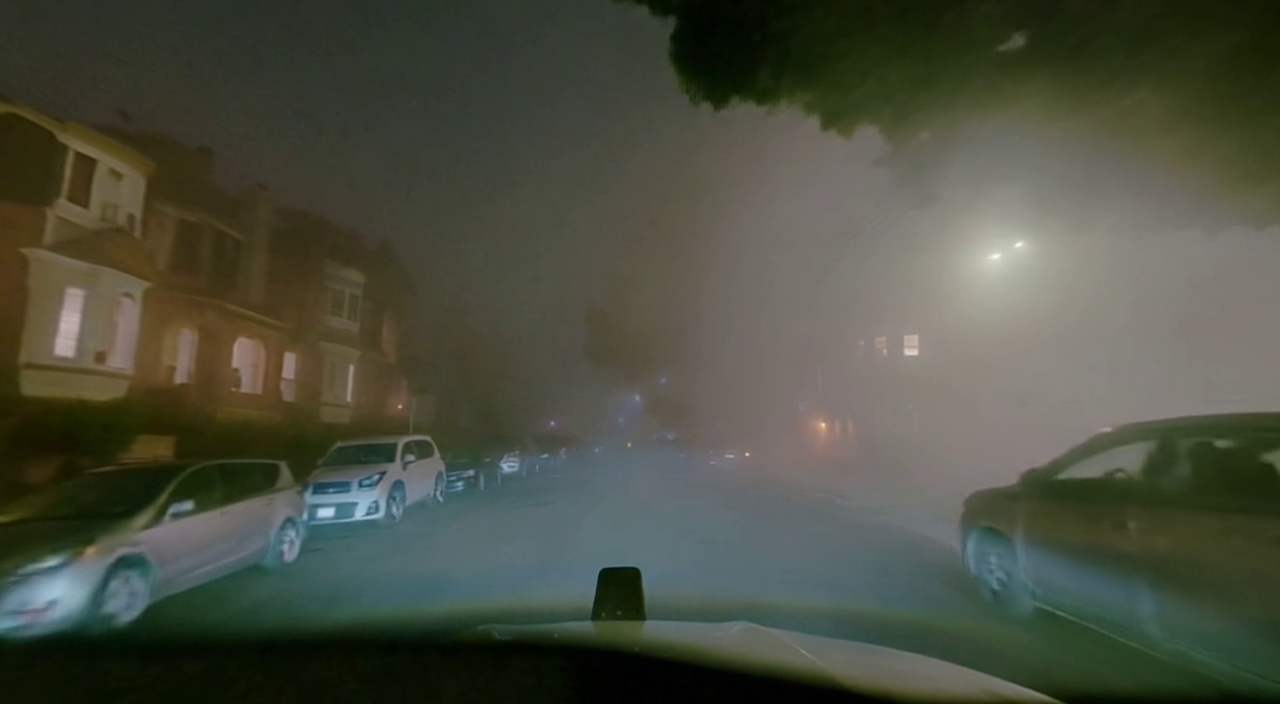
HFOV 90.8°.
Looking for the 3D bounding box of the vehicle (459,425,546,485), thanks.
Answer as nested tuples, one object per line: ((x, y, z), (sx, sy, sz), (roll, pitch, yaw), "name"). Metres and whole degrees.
((-5.304, 4.054, 25.234), (2.390, 2.123, 5.371), (0, -8, -1), "vehicle")

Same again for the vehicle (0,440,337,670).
((-4.951, 1.650, 6.360), (1.901, 1.486, 4.422), (1, -8, -5), "vehicle")

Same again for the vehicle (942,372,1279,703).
((3.784, 1.004, 3.327), (1.989, 1.652, 4.662), (0, -8, -1), "vehicle")

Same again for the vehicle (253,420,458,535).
((-5.305, 2.380, 12.687), (2.042, 1.850, 4.758), (0, -8, -2), "vehicle")

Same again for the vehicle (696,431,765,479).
((3.511, 4.102, 25.421), (1.994, 1.710, 4.699), (0, -8, -1), "vehicle")
